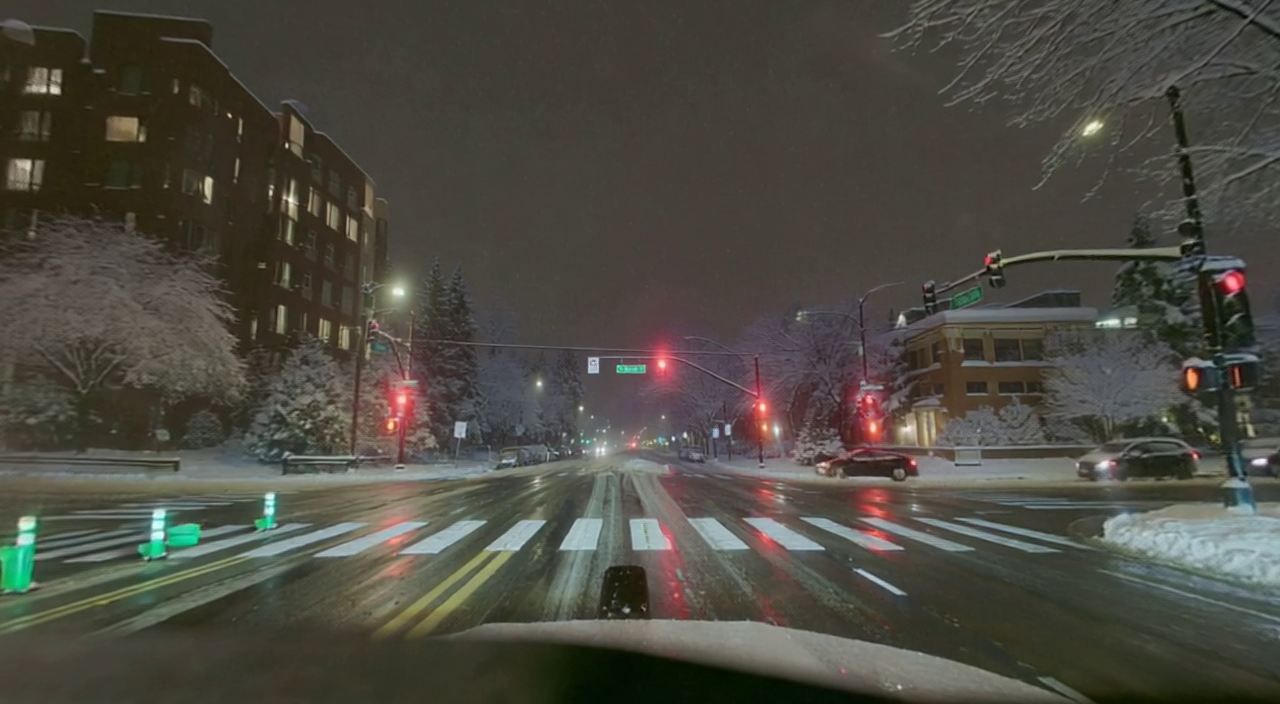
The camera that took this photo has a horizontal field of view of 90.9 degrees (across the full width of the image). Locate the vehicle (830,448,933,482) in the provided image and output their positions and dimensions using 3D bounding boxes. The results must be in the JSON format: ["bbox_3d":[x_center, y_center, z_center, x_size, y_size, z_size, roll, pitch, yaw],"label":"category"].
[{"bbox_3d":[11.644,5.473,30.709,4.368,1.522,1.972,-2,-9,11],"label":"vehicle"}]

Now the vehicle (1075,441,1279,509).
[{"bbox_3d":[13.002,2.790,14.555,4.424,1.436,1.804,0,-9,5],"label":"vehicle"}]
